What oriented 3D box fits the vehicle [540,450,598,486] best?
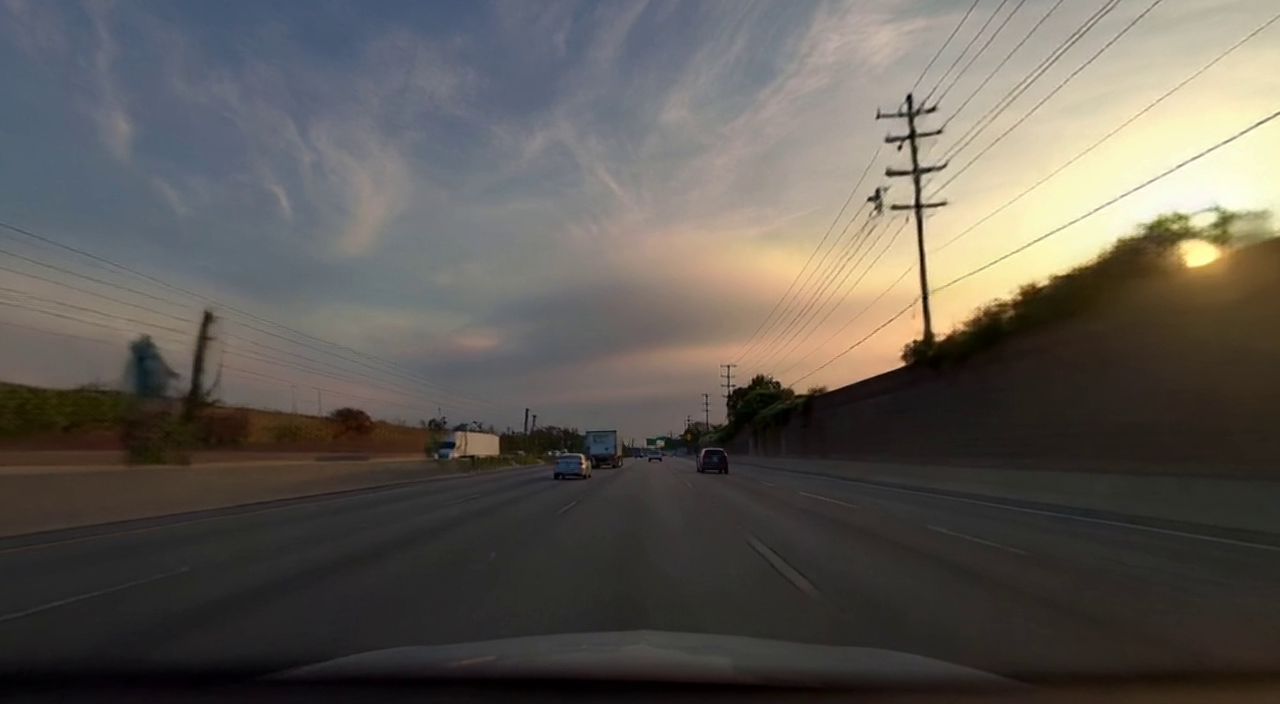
[{"bbox_3d":[-3.088,5.117,28.135,2.004,1.498,4.043,0,-9,2],"label":"vehicle"}]

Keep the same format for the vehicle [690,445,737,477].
[{"bbox_3d":[4.351,6.548,38.104,2.214,1.799,4.627,0,-9,-1],"label":"vehicle"}]
